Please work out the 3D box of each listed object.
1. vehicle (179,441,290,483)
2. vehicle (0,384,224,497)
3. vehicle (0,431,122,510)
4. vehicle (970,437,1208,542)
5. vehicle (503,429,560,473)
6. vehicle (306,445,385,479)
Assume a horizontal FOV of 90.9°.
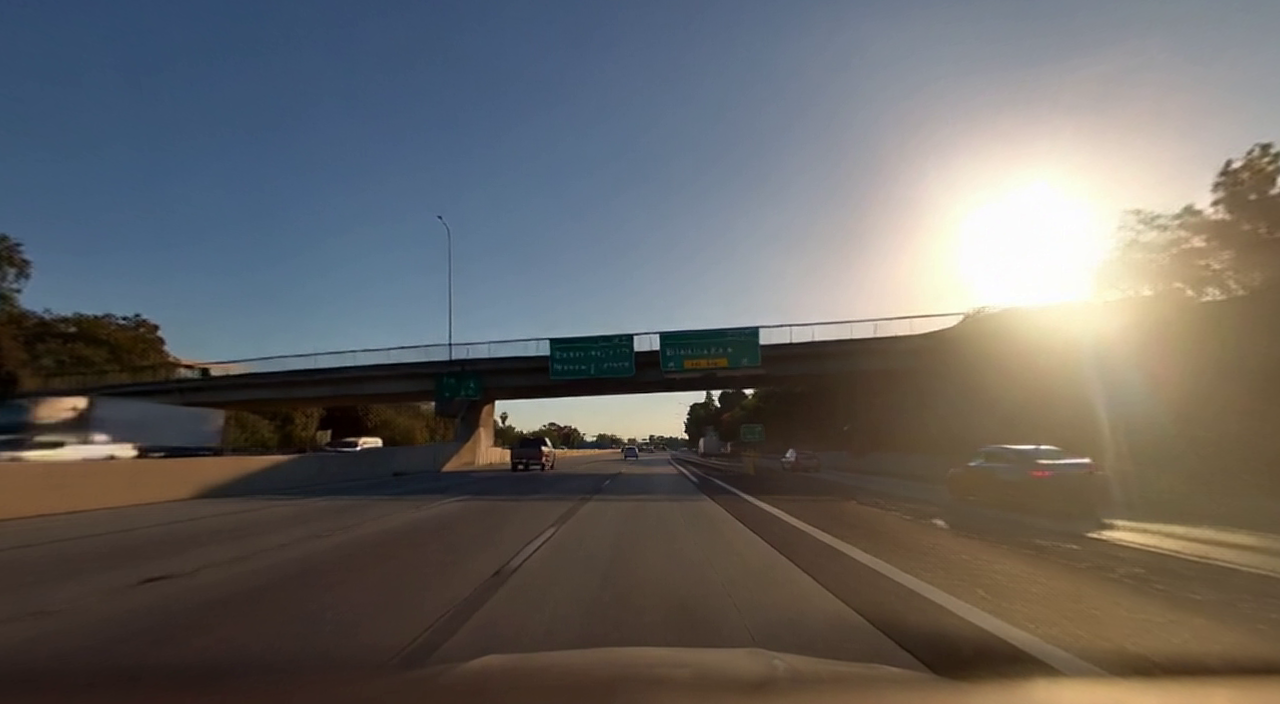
[{"bbox_3d":[-24.230,6.551,38.094,2.412,2.274,6.038,-1,-8,3],"label":"vehicle"},{"bbox_3d":[-19.858,3.320,23.584,3.085,3.485,7.854,0,-8,1],"label":"vehicle"},{"bbox_3d":[-16.208,2.964,15.925,2.074,1.862,4.805,0,-8,1],"label":"vehicle"},{"bbox_3d":[9.548,2.891,14.025,2.146,1.929,4.388,-1,-8,3],"label":"vehicle"},{"bbox_3d":[-6.364,5.891,37.664,2.264,2.379,5.248,0,-8,2],"label":"vehicle"},{"bbox_3d":[-16.171,6.021,34.947,2.051,1.715,4.579,0,-8,2],"label":"vehicle"}]
